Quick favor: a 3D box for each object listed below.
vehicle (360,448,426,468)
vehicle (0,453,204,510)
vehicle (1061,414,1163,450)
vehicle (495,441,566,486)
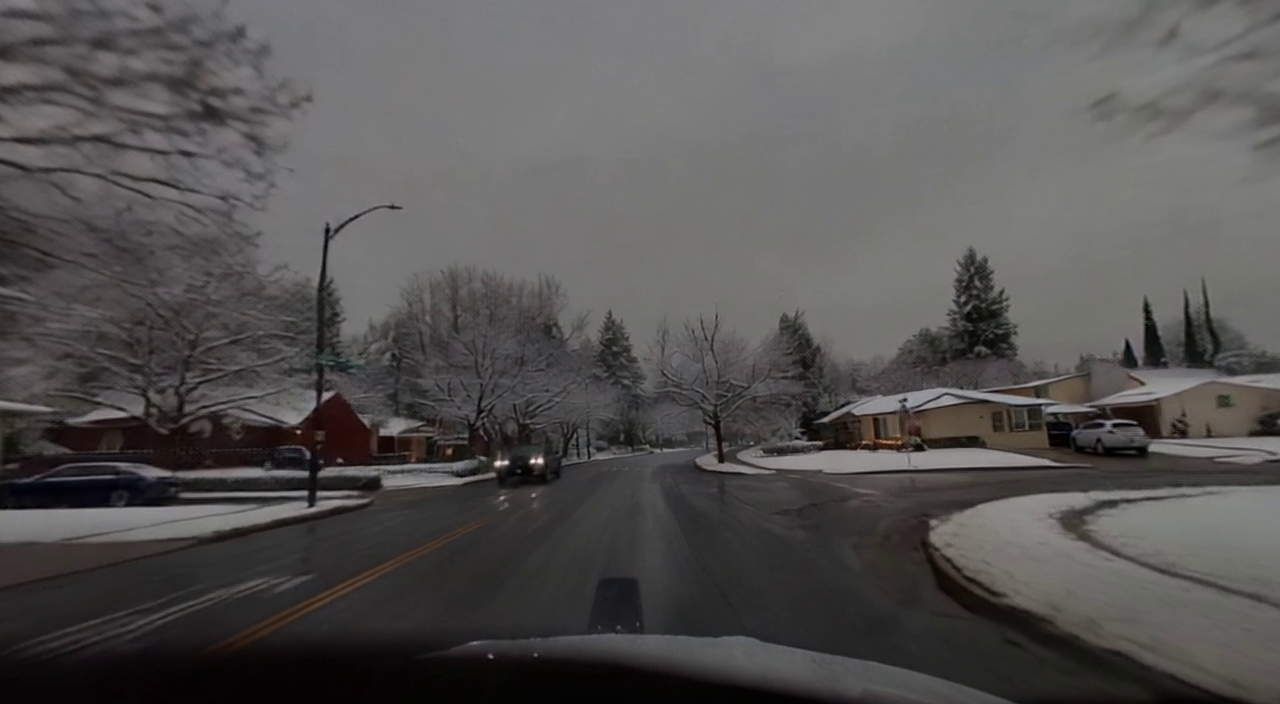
[{"bbox_3d":[-18.853,8.098,48.456,4.373,1.464,1.917,1,-9,-10],"label":"vehicle"},{"bbox_3d":[-15.360,3.655,18.042,4.370,1.482,1.926,0,-9,2],"label":"vehicle"},{"bbox_3d":[23.108,3.990,31.151,1.875,1.609,4.322,-1,-9,4],"label":"vehicle"},{"bbox_3d":[-4.385,4.521,25.975,2.025,1.660,4.151,0,-9,2],"label":"vehicle"}]
